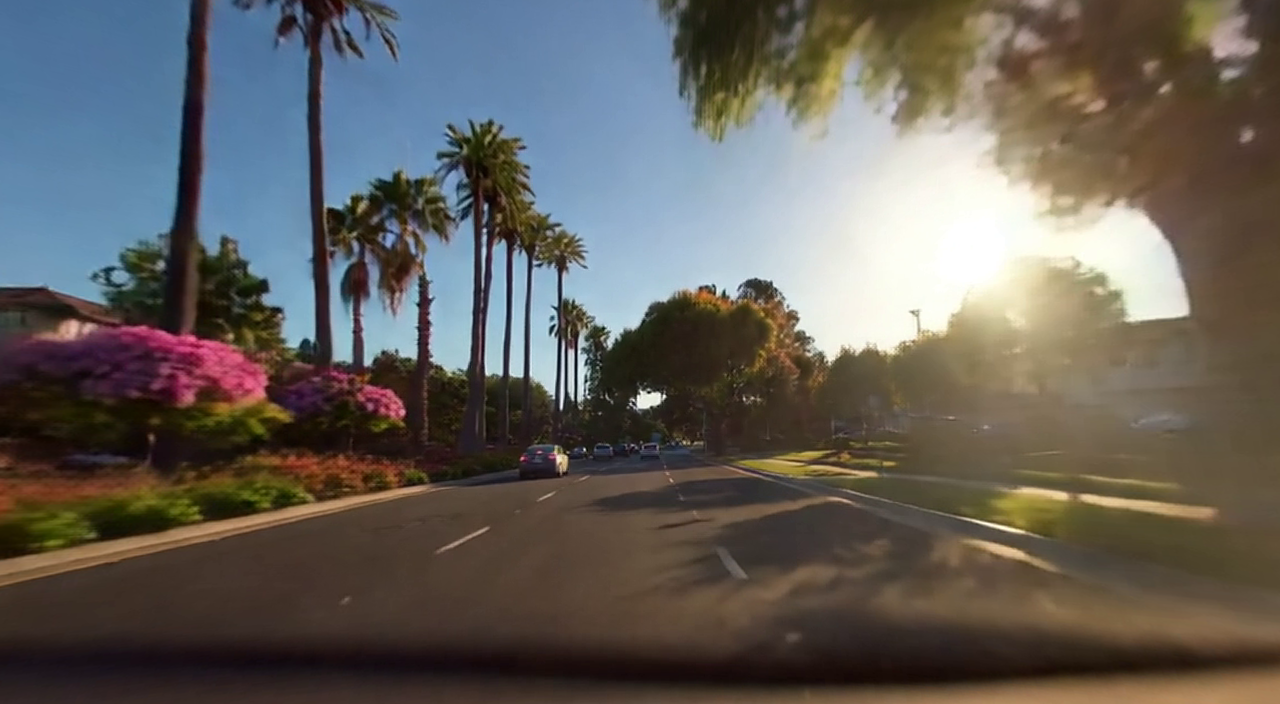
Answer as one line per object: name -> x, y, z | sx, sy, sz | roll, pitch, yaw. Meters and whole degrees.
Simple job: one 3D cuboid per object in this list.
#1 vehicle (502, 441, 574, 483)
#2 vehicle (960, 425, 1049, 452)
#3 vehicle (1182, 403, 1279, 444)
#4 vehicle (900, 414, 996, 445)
vehicle -> -3.910, 4.307, 24.845 | 2.036, 1.478, 4.508 | 0, -9, 1
vehicle -> 21.669, 5.144, 37.470 | 4.168, 1.489, 1.768 | 0, -7, 5
vehicle -> 24.693, 2.879, 25.205 | 3.956, 1.565, 1.886 | -1, -8, 4
vehicle -> 21.416, 5.445, 43.840 | 5.458, 2.044, 2.299 | 0, -9, -2
